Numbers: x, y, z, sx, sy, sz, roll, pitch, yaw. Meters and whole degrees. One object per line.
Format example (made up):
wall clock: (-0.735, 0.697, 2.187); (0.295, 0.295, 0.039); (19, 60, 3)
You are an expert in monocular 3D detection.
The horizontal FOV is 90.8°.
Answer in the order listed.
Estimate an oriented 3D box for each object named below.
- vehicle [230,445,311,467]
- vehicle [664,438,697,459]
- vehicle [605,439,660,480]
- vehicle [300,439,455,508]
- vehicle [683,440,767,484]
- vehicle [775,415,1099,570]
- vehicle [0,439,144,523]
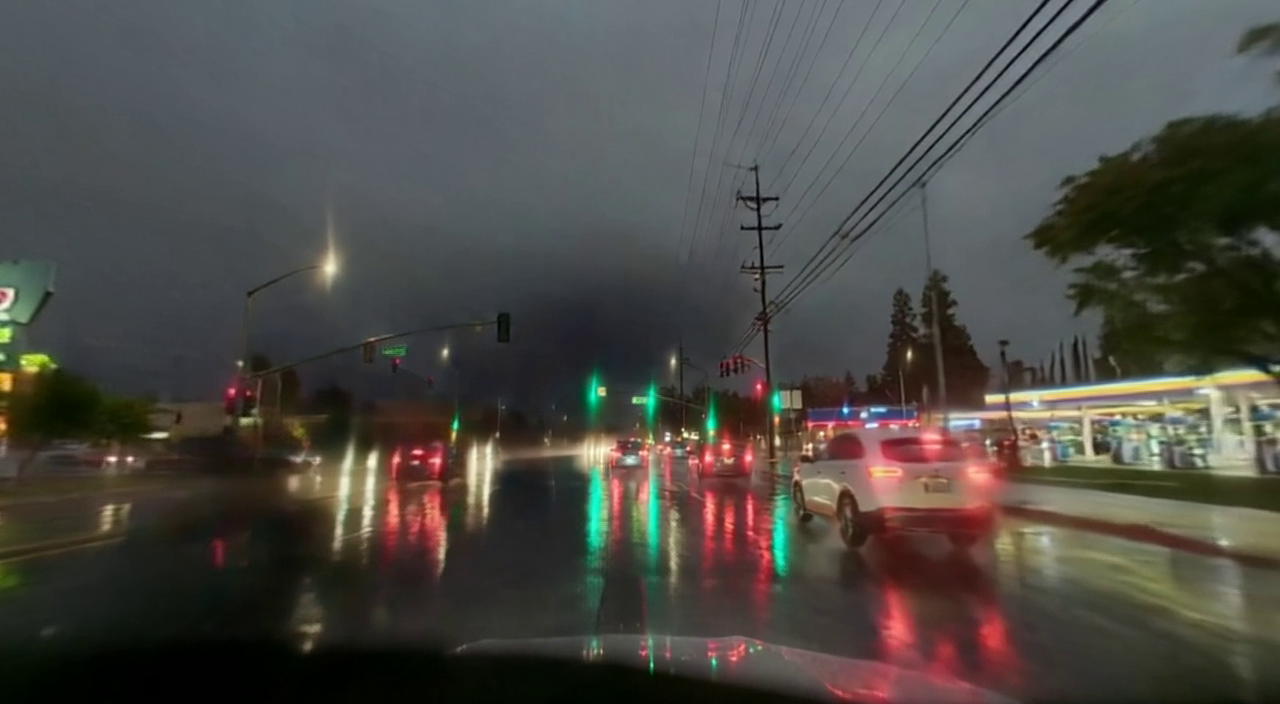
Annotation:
vehicle: (-27.355, 7.704, 46.868); (4.635, 1.525, 2.111); (0, -8, 0)
vehicle: (2.957, 7.177, 47.122); (1.971, 1.477, 4.121); (0, -8, -2)
vehicle: (-0.329, 4.298, 25.563); (2.065, 1.484, 3.894); (0, -8, -1)
vehicle: (-6.356, 2.958, 15.943); (2.075, 1.470, 4.190); (-1, -8, 1)
vehicle: (2.989, 3.975, 23.236); (2.208, 1.436, 4.542); (0, -8, -3)
vehicle: (3.793, 1.889, 9.341); (2.452, 1.682, 4.565); (0, -8, -2)
vehicle: (-14.363, 2.928, 14.682); (1.937, 1.745, 4.540); (-1, -8, 0)
